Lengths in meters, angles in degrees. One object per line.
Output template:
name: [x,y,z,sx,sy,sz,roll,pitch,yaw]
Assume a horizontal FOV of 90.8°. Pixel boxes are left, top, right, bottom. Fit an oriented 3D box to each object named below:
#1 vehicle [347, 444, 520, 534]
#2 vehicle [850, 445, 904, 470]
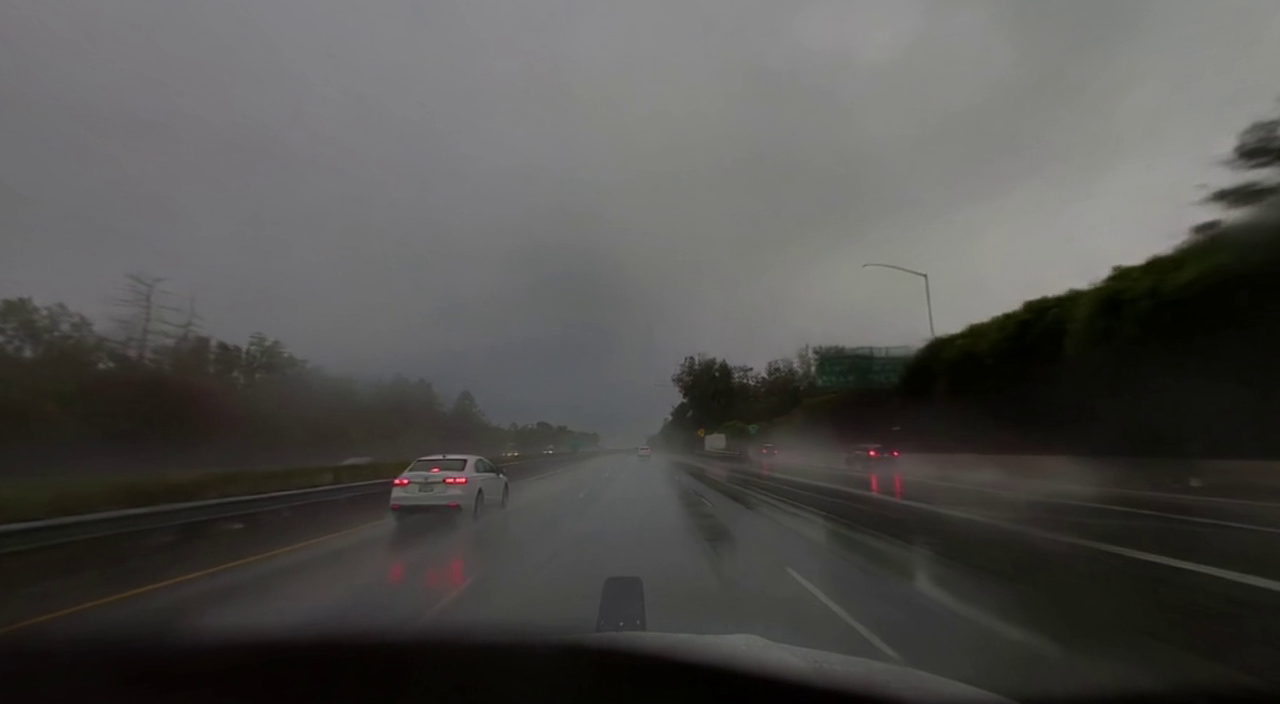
vehicle: [-3.812,2.603,12.624,1.873,1.438,4.546,-1,-9,1]
vehicle: [14.528,6.503,38.913,1.805,1.427,4.447,-1,-9,3]
